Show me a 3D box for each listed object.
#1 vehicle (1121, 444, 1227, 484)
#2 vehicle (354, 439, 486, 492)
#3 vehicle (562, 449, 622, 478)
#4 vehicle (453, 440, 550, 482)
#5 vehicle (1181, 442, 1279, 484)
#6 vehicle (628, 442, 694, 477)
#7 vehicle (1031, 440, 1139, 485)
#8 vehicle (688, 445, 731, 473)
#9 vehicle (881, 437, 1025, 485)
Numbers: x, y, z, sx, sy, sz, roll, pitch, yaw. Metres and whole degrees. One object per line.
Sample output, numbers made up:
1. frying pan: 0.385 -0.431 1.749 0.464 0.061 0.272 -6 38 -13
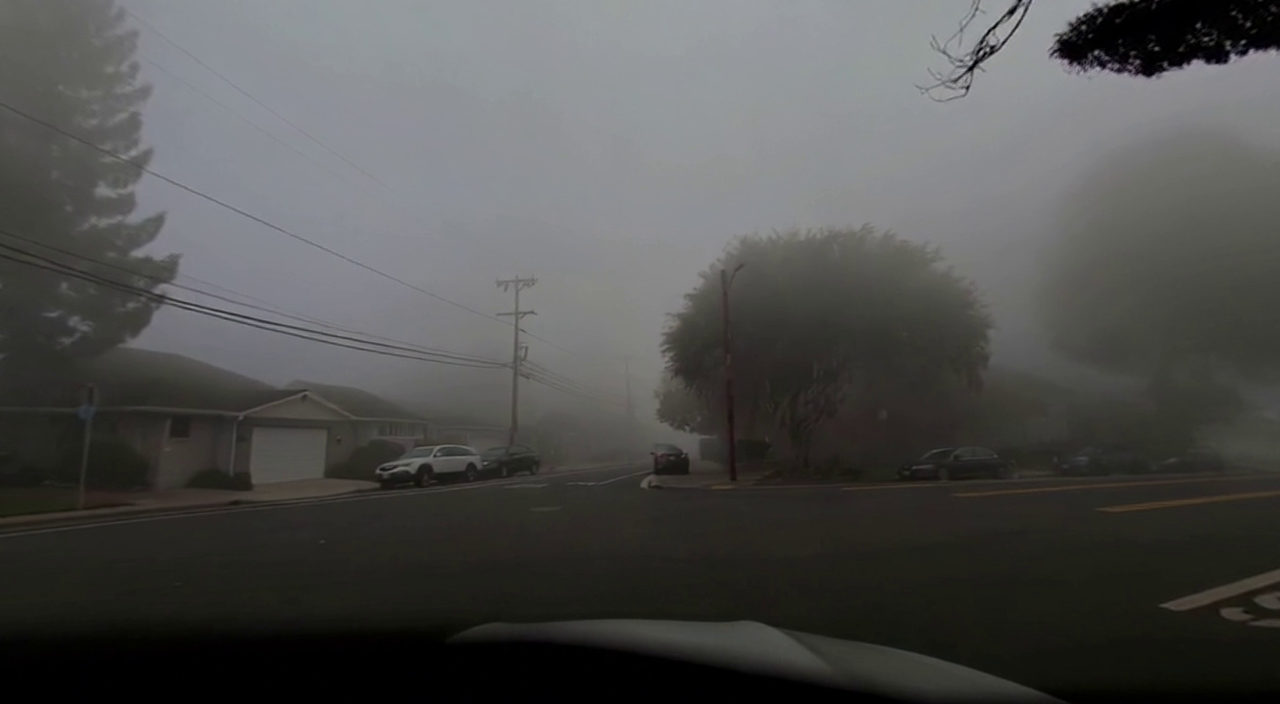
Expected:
1. vehicle: 27.057 5.607 31.951 5.499 1.837 2.089 4 -10 -29
2. vehicle: -8.834 4.594 26.082 2.152 1.877 5.701 -3 -9 17
3. vehicle: -3.242 7.691 43.835 2.287 1.830 5.343 -3 -9 18
4. vehicle: -6.847 5.484 32.066 2.283 1.909 5.692 -3 -9 17
5. vehicle: 32.458 6.000 34.612 5.738 2.060 2.282 4 -10 -30
6. vehicle: 1.097 5.219 30.892 1.981 1.579 4.446 -4 -9 19
7. vehicle: 19.725 4.839 27.979 4.414 1.837 1.937 4 -10 -28
8. vehicle: 4.620 6.974 41.366 1.989 1.683 3.918 -3 -9 18
9. vehicle: 11.839 4.194 23.891 5.197 1.431 2.136 8 -14 -27
